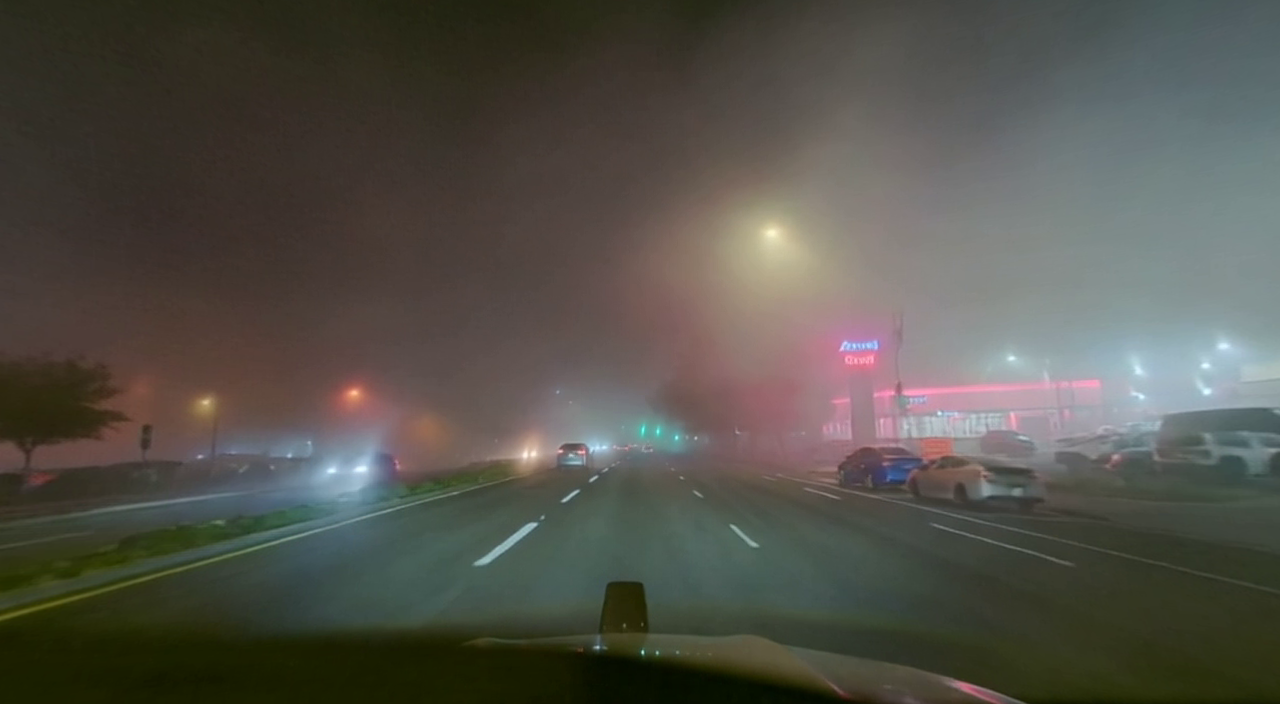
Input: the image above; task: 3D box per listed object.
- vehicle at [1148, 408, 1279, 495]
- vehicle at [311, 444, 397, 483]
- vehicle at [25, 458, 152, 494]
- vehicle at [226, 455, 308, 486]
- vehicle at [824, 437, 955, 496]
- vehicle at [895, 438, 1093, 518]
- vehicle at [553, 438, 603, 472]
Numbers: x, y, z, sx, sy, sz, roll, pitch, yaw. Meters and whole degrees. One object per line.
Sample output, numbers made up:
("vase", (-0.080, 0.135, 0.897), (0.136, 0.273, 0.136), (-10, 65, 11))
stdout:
("vehicle", (13.378, 2.043, 13.023), (1.916, 1.683, 4.516), (0, -8, 0))
("vehicle", (-12.170, 4.733, 27.080), (1.797, 1.510, 3.919), (0, -8, 1))
("vehicle", (-29.683, 6.633, 34.094), (4.947, 1.683, 1.968), (7, -11, -41))
("vehicle", (-22.063, 7.013, 37.514), (1.955, 1.447, 4.911), (-5, -8, 0))
("vehicle", (7.096, 3.270, 18.506), (1.953, 1.479, 4.524), (0, -8, 0))
("vehicle", (7.301, 2.585, 13.617), (1.799, 1.399, 4.317), (-1, -8, 1))
("vehicle", (-2.841, 4.814, 29.653), (1.926, 1.442, 4.231), (0, -8, 0))
